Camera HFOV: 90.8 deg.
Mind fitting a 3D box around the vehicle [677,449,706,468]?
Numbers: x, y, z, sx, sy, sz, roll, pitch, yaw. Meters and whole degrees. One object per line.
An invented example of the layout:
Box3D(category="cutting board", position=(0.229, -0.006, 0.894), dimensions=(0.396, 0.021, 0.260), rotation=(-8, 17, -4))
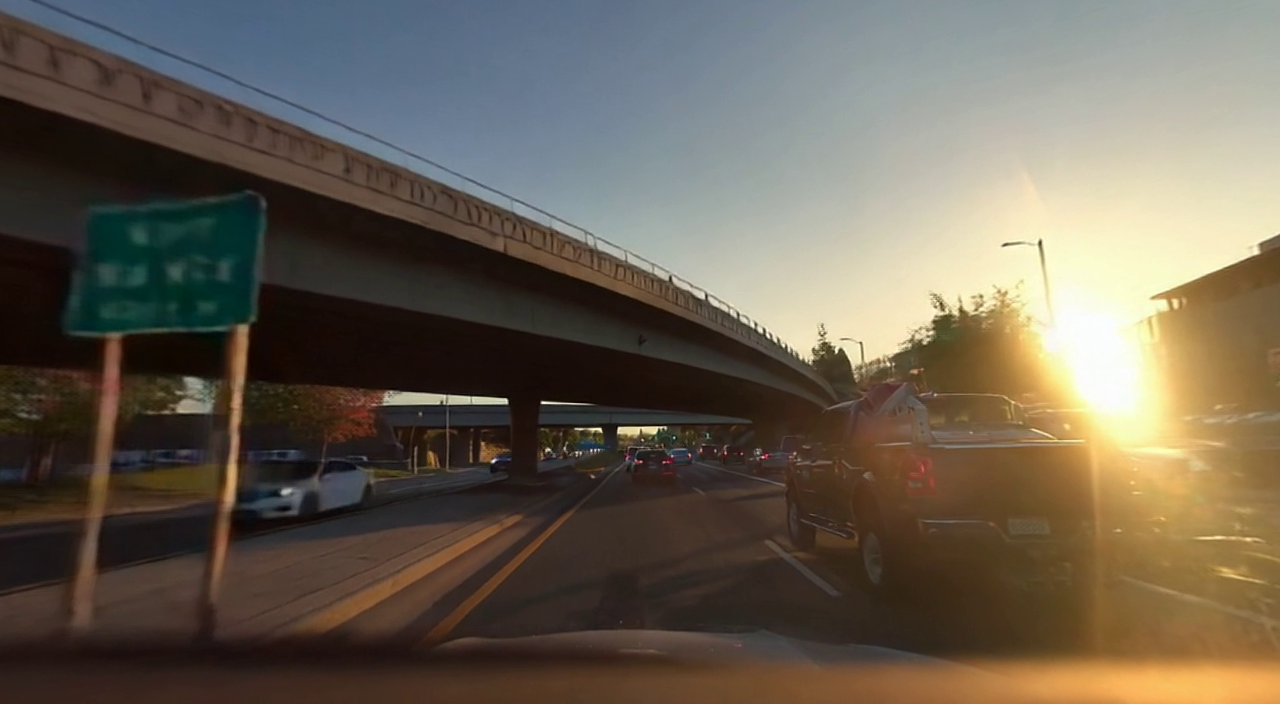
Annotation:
Box3D(category="vehicle", position=(4.021, 8.397, 49.979), dimensions=(1.962, 1.431, 4.205), rotation=(0, -8, 1))

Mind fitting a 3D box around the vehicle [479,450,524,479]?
Box3D(category="vehicle", position=(-8.631, 7.054, 39.746), dimensions=(1.897, 1.663, 3.838), rotation=(0, -8, 1))

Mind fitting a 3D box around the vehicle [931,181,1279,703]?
Box3D(category="vehicle", position=(3.527, 0.589, 2.285), dimensions=(2.588, 2.321, 4.927), rotation=(0, -8, 1))

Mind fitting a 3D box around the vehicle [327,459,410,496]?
Box3D(category="vehicle", position=(-12.168, 5.610, 28.623), dimensions=(1.798, 1.434, 4.356), rotation=(-1, -9, 0))

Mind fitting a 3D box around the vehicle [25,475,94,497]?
Box3D(category="vehicle", position=(-43.467, 10.010, 47.318), dimensions=(3.608, 1.417, 1.601), rotation=(1, -9, 5))

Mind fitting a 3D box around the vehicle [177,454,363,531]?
Box3D(category="vehicle", position=(-8.350, 3.161, 14.780), dimensions=(1.858, 1.494, 4.034), rotation=(0, -8, 0))

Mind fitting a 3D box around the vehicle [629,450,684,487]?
Box3D(category="vehicle", position=(0.624, 4.609, 25.349), dimensions=(2.027, 1.341, 3.775), rotation=(0, -8, 0))
